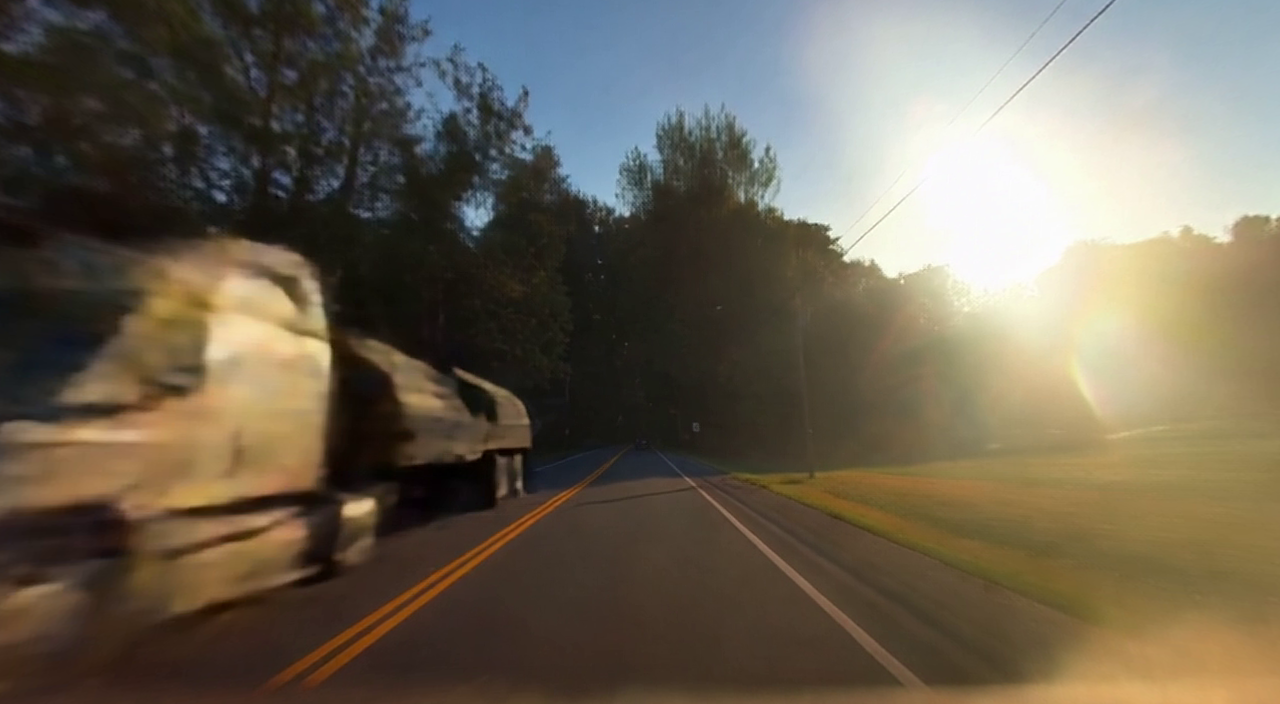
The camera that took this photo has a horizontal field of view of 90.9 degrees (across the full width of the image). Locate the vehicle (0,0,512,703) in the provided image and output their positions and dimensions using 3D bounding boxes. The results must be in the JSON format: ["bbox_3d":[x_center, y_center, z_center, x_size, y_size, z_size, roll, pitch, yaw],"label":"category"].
[{"bbox_3d":[-3.848,0.127,5.105,3.048,4.005,11.290,0,-8,1],"label":"vehicle"}]
